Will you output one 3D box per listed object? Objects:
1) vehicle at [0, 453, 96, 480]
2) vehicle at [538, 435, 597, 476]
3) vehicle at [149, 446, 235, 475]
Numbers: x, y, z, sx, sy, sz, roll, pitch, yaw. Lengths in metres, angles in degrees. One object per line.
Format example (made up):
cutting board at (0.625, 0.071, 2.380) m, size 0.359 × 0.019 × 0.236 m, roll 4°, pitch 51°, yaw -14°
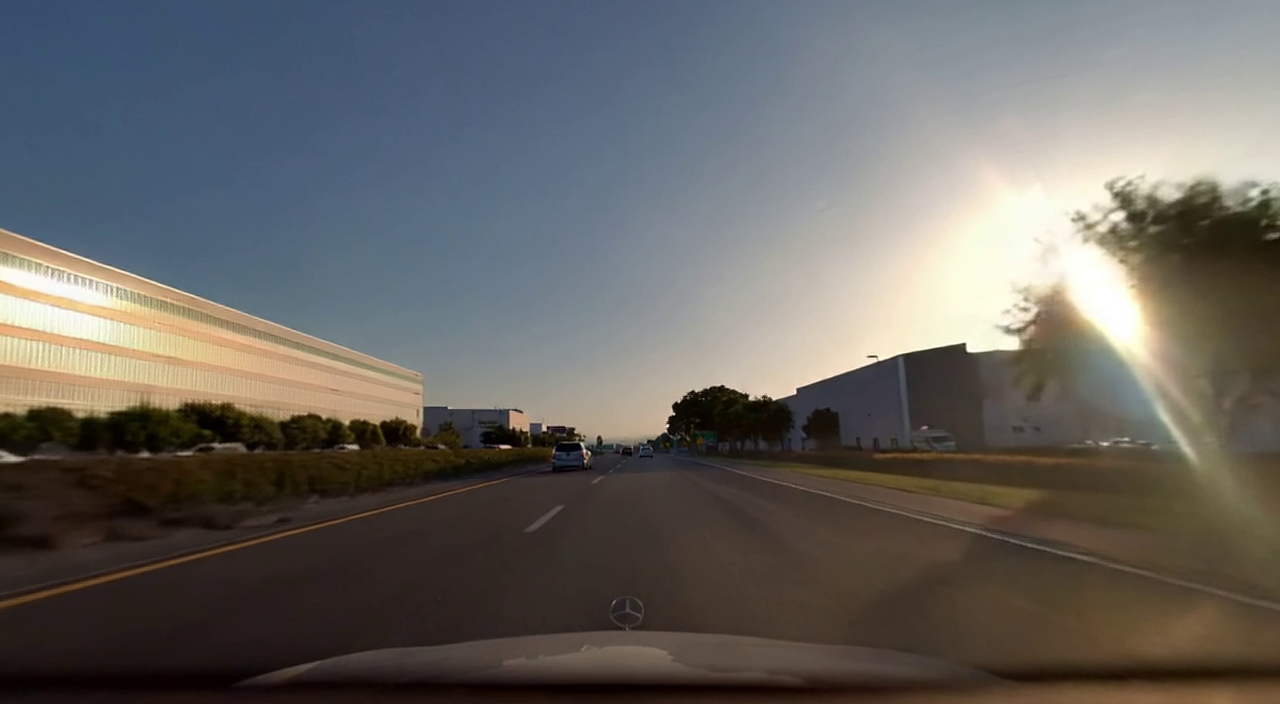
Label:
vehicle at (-35.855, 6.884, 38.118) m, size 1.849 × 1.466 × 4.436 m, roll 0°, pitch -9°, yaw 1°
vehicle at (-3.478, 5.104, 31.254) m, size 2.218 × 1.850 × 4.774 m, roll -1°, pitch -9°, yaw 2°
vehicle at (-27.889, 6.741, 39.447) m, size 2.049 × 1.692 × 4.425 m, roll 0°, pitch -9°, yaw 1°
